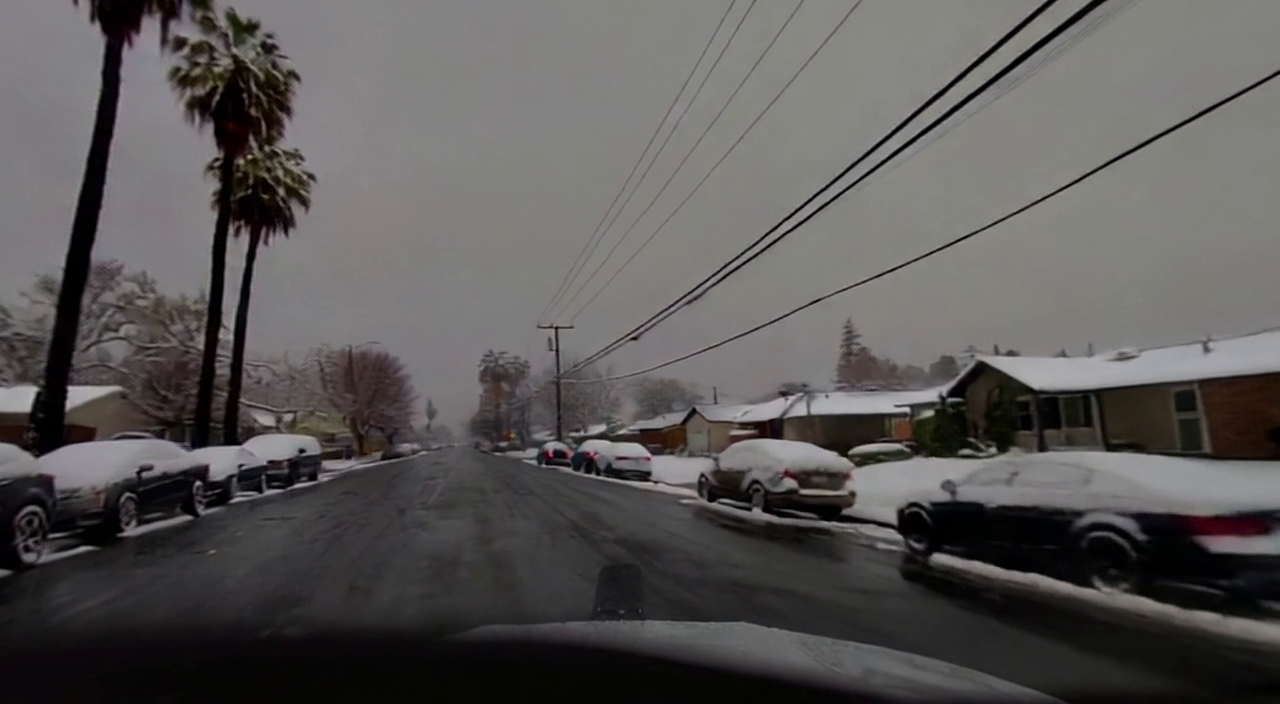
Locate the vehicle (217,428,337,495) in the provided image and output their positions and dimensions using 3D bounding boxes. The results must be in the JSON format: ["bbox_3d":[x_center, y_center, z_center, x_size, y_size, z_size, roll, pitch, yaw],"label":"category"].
[{"bbox_3d":[-12.220,3.698,21.772,2.300,1.943,5.744,2,-9,-17],"label":"vehicle"}]

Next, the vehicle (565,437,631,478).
[{"bbox_3d":[-2.067,4.949,30.041,1.922,1.761,4.633,3,-9,-19],"label":"vehicle"}]

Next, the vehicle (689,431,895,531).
[{"bbox_3d":[2.777,2.475,12.821,1.943,1.623,4.471,3,-9,-18],"label":"vehicle"}]

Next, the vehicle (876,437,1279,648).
[{"bbox_3d":[4.688,1.651,6.689,1.786,1.437,4.448,2,-9,-15],"label":"vehicle"}]

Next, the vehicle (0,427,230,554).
[{"bbox_3d":[-9.019,2.233,11.092,1.919,1.678,4.385,-1,-7,-17],"label":"vehicle"}]

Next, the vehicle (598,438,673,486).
[{"bbox_3d":[-0.278,4.206,24.512,1.894,1.675,4.294,2,-9,-14],"label":"vehicle"}]

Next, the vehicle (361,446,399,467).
[{"bbox_3d":[-19.633,7.844,47.855,2.013,1.483,4.645,2,-9,-15],"label":"vehicle"}]

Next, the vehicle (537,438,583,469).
[{"bbox_3d":[-5.262,6.539,40.852,2.115,1.826,4.871,3,-9,-17],"label":"vehicle"}]
